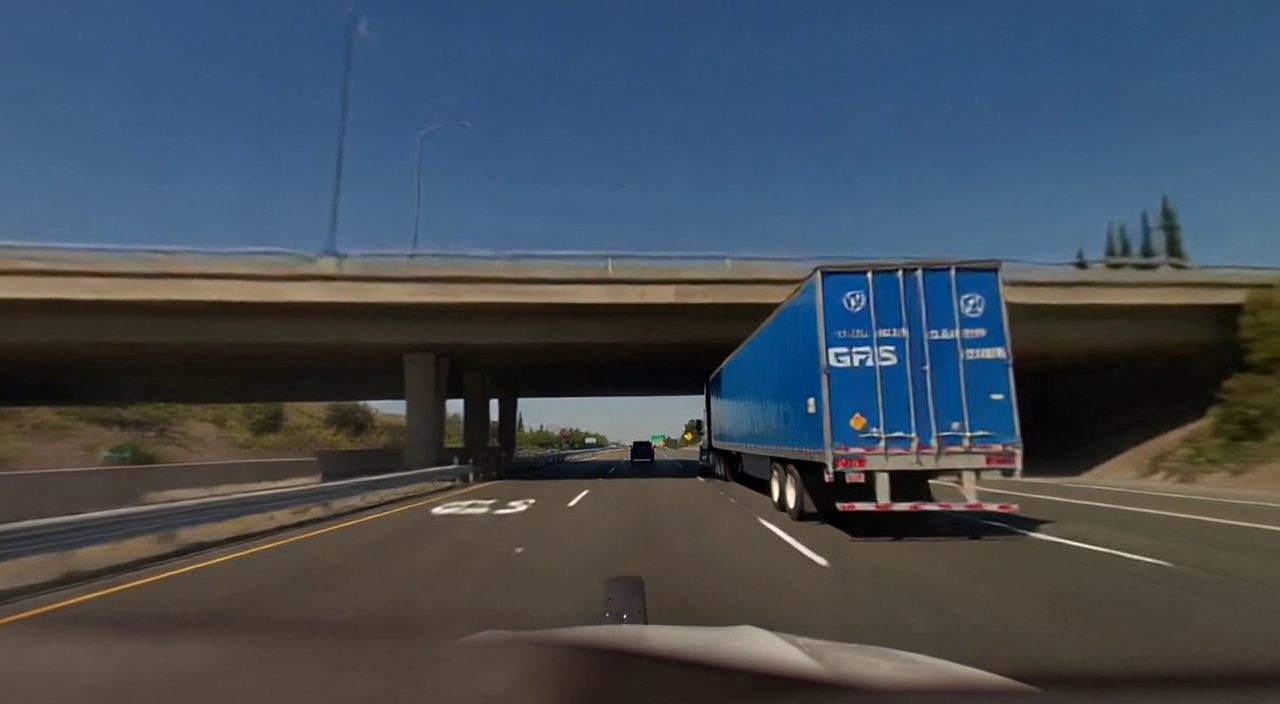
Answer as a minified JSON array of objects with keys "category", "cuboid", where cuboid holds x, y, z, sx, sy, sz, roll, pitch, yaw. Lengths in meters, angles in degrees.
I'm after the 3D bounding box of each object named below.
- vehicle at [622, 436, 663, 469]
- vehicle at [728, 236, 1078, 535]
[{"category":"vehicle","cuboid":[0.142,5.328,33.621,2.050,1.654,4.192,0,-8,0]},{"category":"vehicle","cuboid":[4.219,1.133,13.675,3.014,4.068,10.359,0,-8,0]}]
